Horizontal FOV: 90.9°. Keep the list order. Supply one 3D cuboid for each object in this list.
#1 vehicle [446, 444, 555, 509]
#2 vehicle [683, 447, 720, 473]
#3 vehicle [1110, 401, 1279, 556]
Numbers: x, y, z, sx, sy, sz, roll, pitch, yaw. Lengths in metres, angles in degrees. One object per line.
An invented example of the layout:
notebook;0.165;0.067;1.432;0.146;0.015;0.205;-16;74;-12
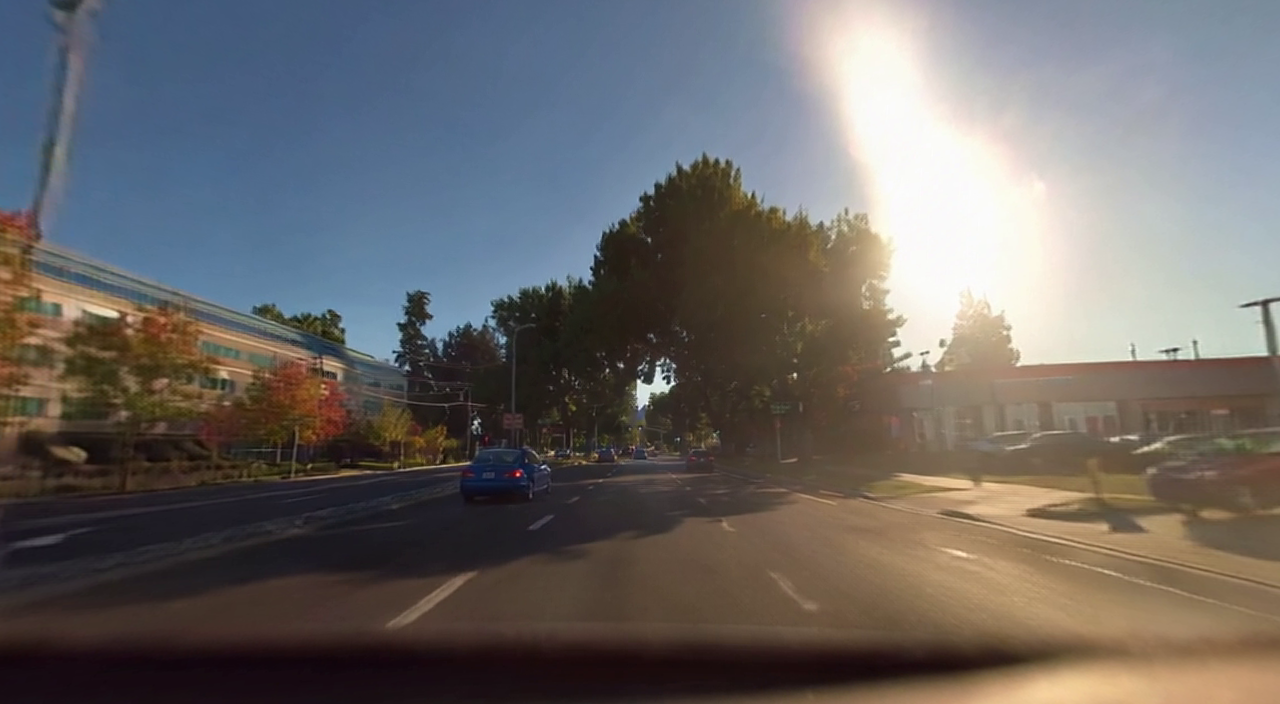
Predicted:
vehicle;-3.454;3.154;16.540;1.803;1.463;4.422;0;-8;1
vehicle;3.813;6.775;39.753;1.883;1.465;3.975;0;-8;-1
vehicle;10.577;1.577;8.815;5.931;1.872;2.264;-3;-9;3
